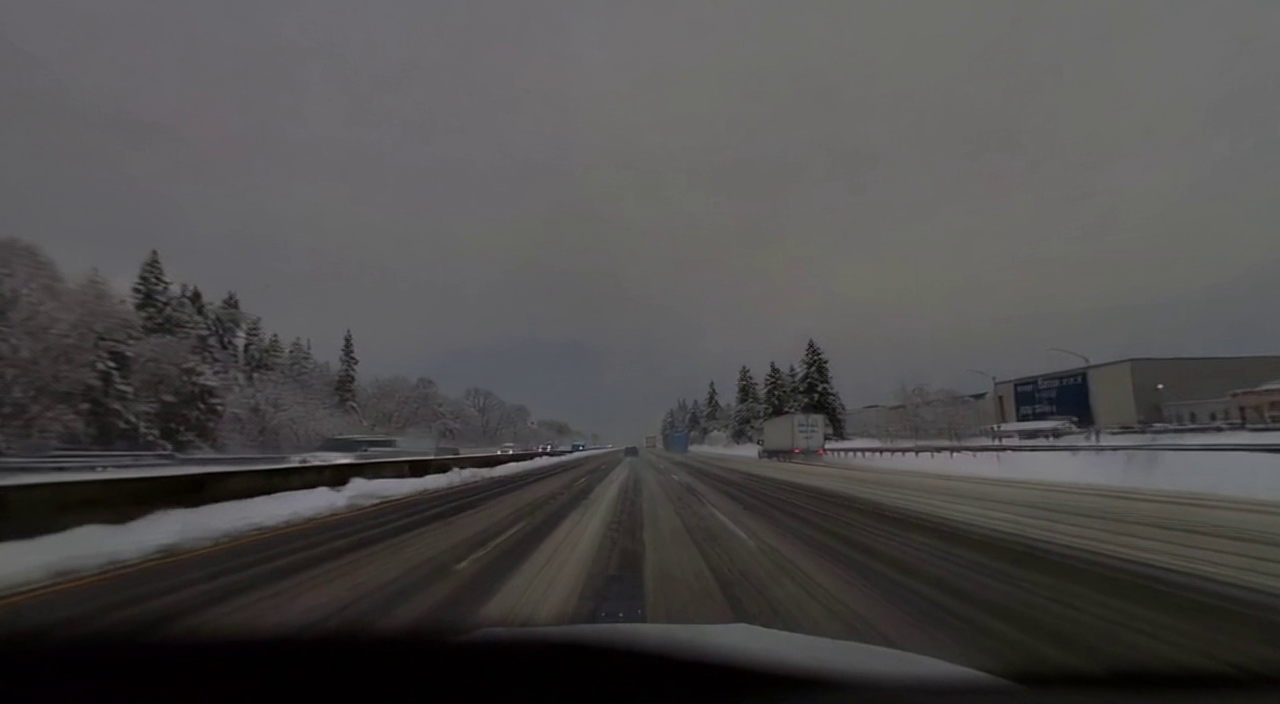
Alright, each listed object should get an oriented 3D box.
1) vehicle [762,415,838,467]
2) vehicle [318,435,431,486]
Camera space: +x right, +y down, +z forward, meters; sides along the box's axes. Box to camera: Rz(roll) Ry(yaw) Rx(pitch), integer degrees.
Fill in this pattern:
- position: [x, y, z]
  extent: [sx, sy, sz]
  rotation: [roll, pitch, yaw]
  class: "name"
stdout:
- position: [11.235, 6.469, 45.528]
  extent: [2.912, 3.293, 9.588]
  rotation: [0, -9, -1]
  class: "vehicle"
- position: [-10.161, 4.203, 24.698]
  extent: [2.253, 1.764, 4.794]
  rotation: [0, -9, 1]
  class: "vehicle"
